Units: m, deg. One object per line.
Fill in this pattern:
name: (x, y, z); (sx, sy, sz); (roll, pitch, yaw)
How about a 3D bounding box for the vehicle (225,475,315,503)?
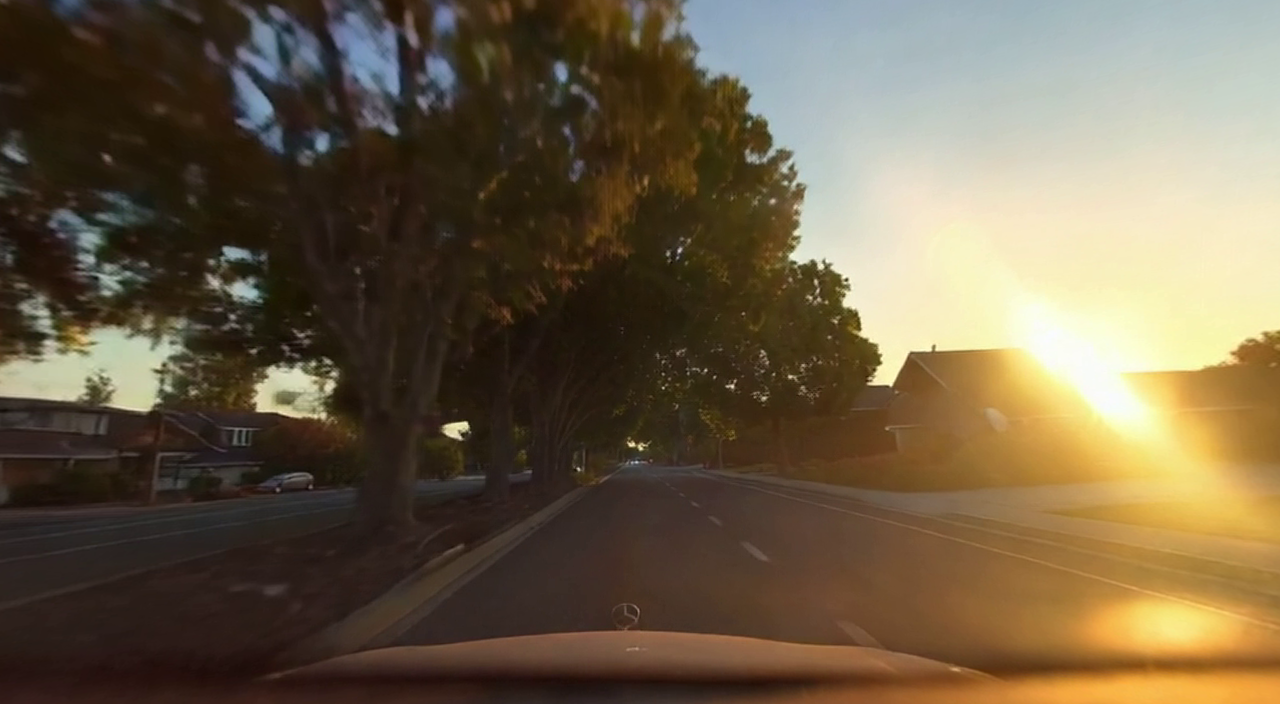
vehicle: (-26.390, 9.782, 45.168); (5.040, 1.748, 2.186); (-1, -9, -1)
